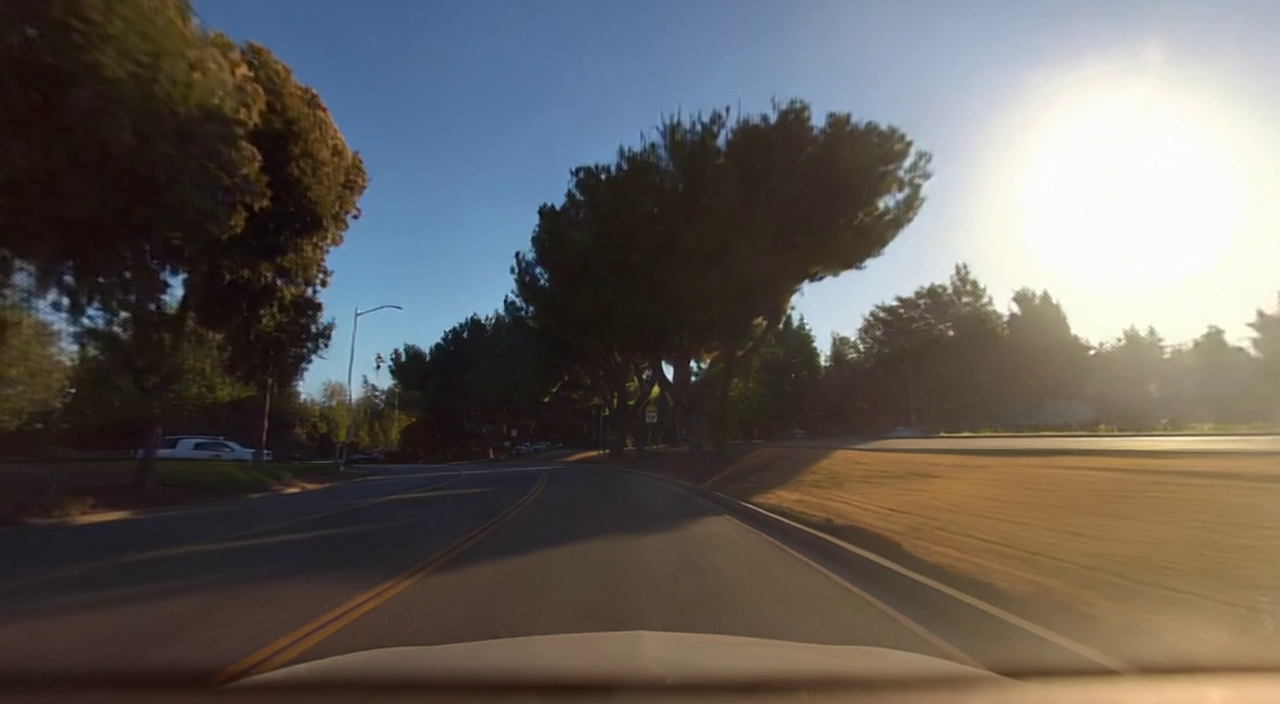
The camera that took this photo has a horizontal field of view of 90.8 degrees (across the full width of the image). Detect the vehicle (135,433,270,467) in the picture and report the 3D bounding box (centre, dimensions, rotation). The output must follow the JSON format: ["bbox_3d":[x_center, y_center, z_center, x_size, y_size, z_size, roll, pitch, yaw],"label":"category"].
[{"bbox_3d":[-24.388,5.495,35.473,5.613,1.775,2.357,1,-8,-9],"label":"vehicle"}]
